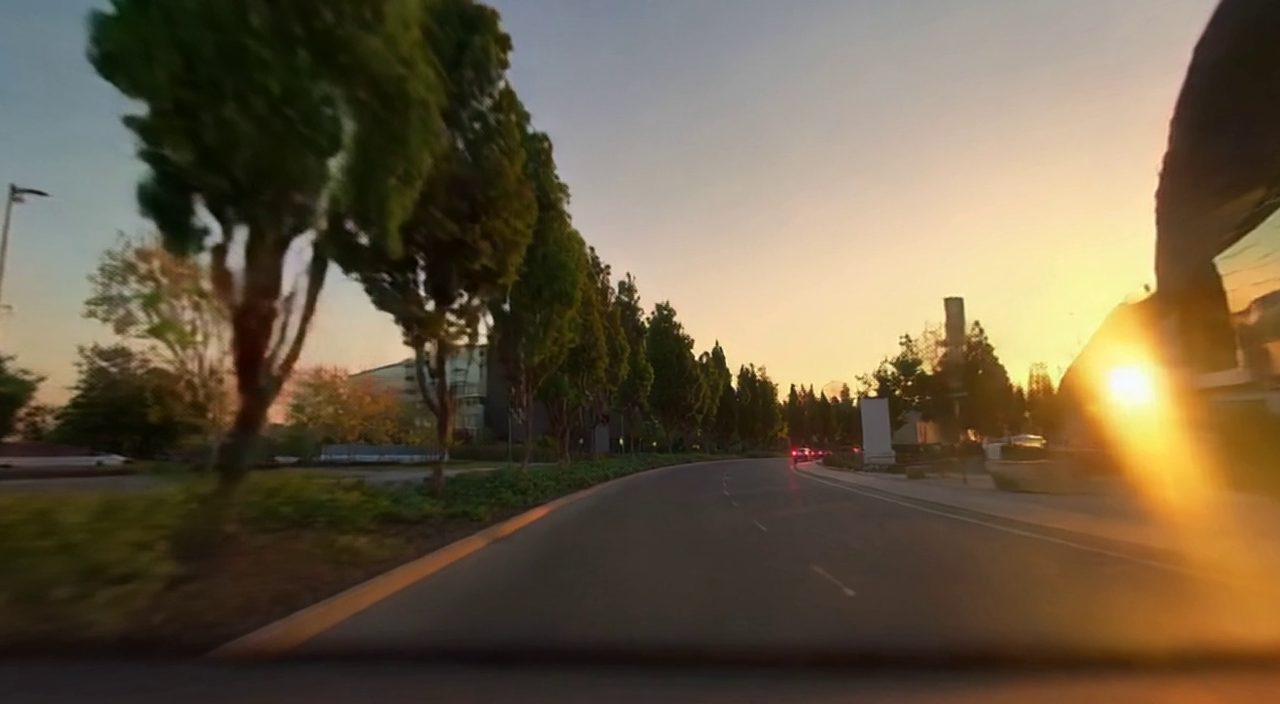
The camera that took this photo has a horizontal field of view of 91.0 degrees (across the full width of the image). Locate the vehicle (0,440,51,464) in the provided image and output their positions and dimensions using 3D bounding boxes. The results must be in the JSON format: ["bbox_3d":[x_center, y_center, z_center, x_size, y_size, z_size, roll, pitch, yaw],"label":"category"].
[{"bbox_3d":[-43.126,6.803,42.756,4.097,1.583,1.995,0,-9,-1],"label":"vehicle"}]

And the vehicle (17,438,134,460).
[{"bbox_3d":[-42.963,7.362,48.022,6.548,1.284,2.581,-3,-7,0],"label":"vehicle"}]
